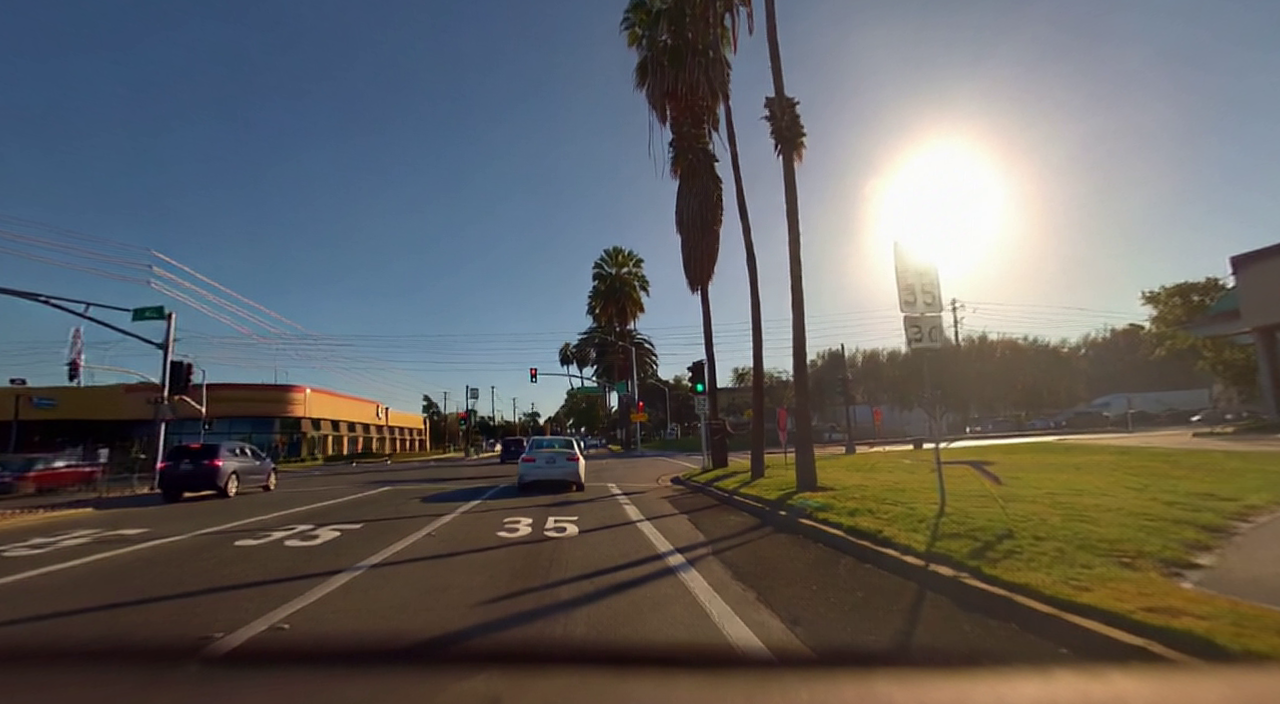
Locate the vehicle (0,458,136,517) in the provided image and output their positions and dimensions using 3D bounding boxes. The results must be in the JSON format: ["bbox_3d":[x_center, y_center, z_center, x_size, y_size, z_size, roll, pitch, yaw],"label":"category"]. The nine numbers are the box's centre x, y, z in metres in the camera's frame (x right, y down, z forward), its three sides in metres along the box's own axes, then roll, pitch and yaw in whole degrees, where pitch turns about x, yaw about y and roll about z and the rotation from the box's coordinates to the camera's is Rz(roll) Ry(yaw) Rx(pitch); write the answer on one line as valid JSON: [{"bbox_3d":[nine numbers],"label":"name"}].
[{"bbox_3d":[-18.054,4.036,19.279,1.879,1.496,4.510,0,-8,-4],"label":"vehicle"}]

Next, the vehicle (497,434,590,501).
[{"bbox_3d":[-2.405,2.928,16.458,2.063,1.474,4.334,1,-8,-6],"label":"vehicle"}]

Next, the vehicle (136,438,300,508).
[{"bbox_3d":[-12.513,3.566,19.225,2.050,1.811,4.752,1,-8,-5],"label":"vehicle"}]
